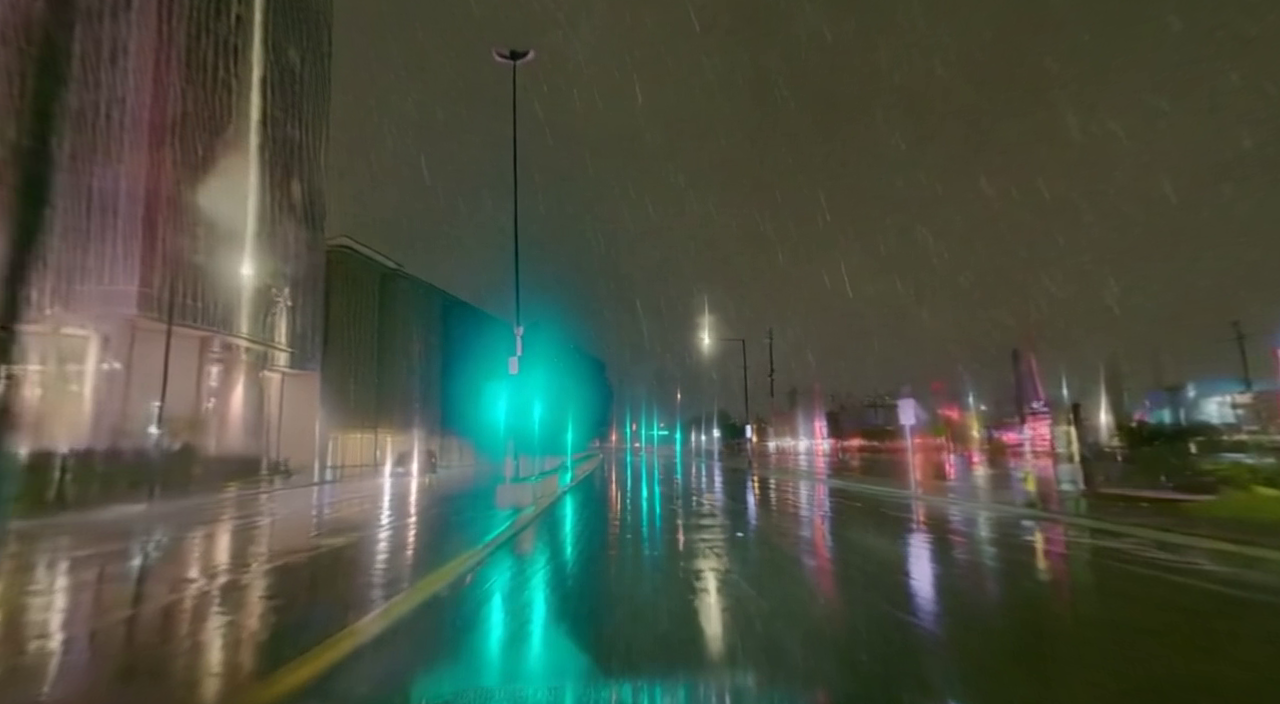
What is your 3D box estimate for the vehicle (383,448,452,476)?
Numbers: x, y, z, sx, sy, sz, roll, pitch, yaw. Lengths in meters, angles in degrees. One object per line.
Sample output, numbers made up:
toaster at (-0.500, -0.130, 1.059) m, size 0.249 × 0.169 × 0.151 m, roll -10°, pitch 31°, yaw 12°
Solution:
vehicle at (-12.964, 6.415, 37.198) m, size 2.132 × 1.522 × 4.646 m, roll -1°, pitch -9°, yaw 3°
